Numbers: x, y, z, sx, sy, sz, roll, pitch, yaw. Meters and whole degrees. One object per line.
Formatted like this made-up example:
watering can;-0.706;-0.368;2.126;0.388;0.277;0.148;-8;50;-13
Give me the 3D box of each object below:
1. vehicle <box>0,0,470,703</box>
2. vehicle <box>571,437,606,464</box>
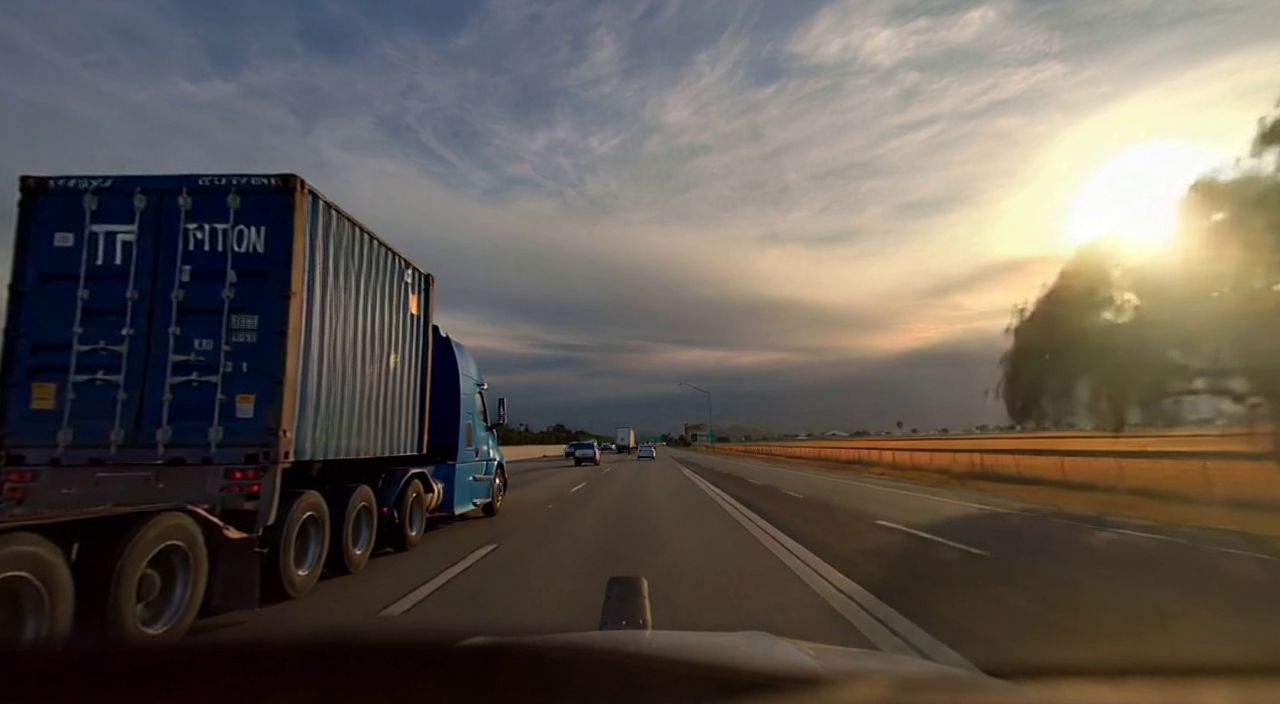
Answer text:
vehicle;-4.020;-0.255;2.281;2.840;4.032;13.388;0;-8;1
vehicle;-3.447;6.727;43.126;1.995;1.745;4.187;0;-8;1
